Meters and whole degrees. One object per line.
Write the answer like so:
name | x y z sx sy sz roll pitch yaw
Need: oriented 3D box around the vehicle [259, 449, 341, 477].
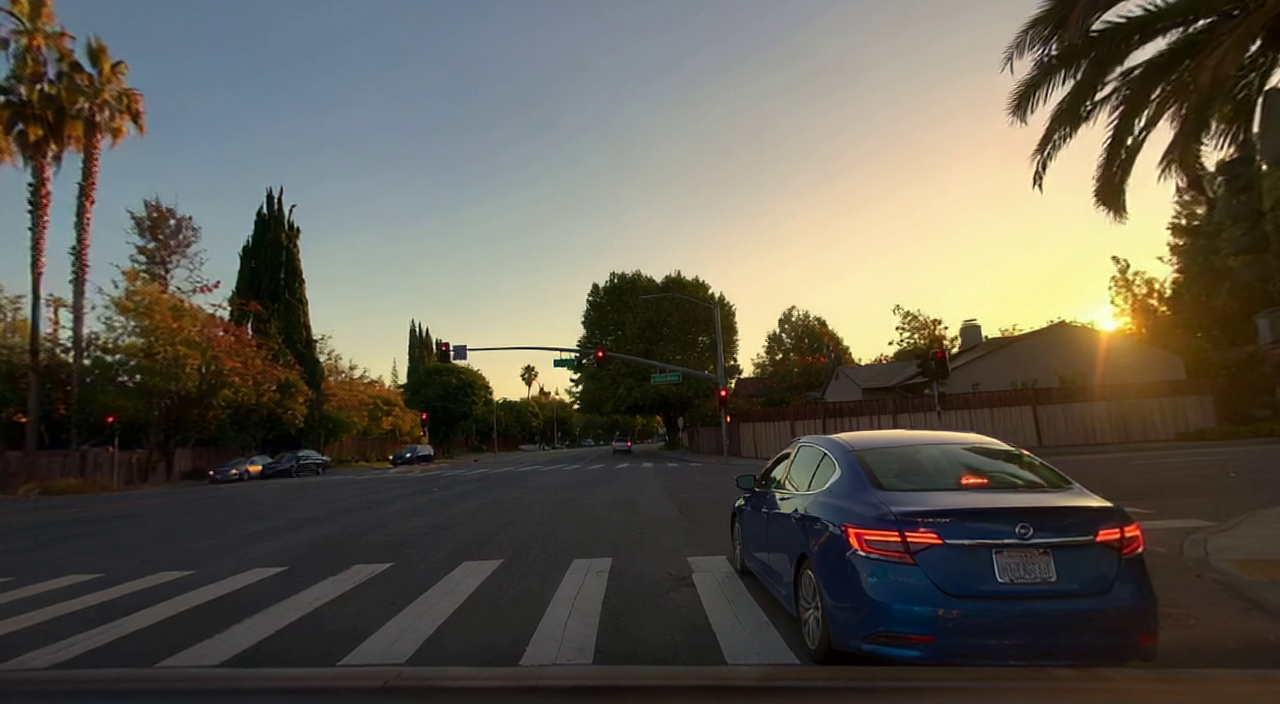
vehicle | -20.046 6.521 37.510 2.084 1.528 4.778 0 -9 1

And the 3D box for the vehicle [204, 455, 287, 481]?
vehicle | -24.106 7.090 38.800 2.019 1.427 4.630 0 -9 1
